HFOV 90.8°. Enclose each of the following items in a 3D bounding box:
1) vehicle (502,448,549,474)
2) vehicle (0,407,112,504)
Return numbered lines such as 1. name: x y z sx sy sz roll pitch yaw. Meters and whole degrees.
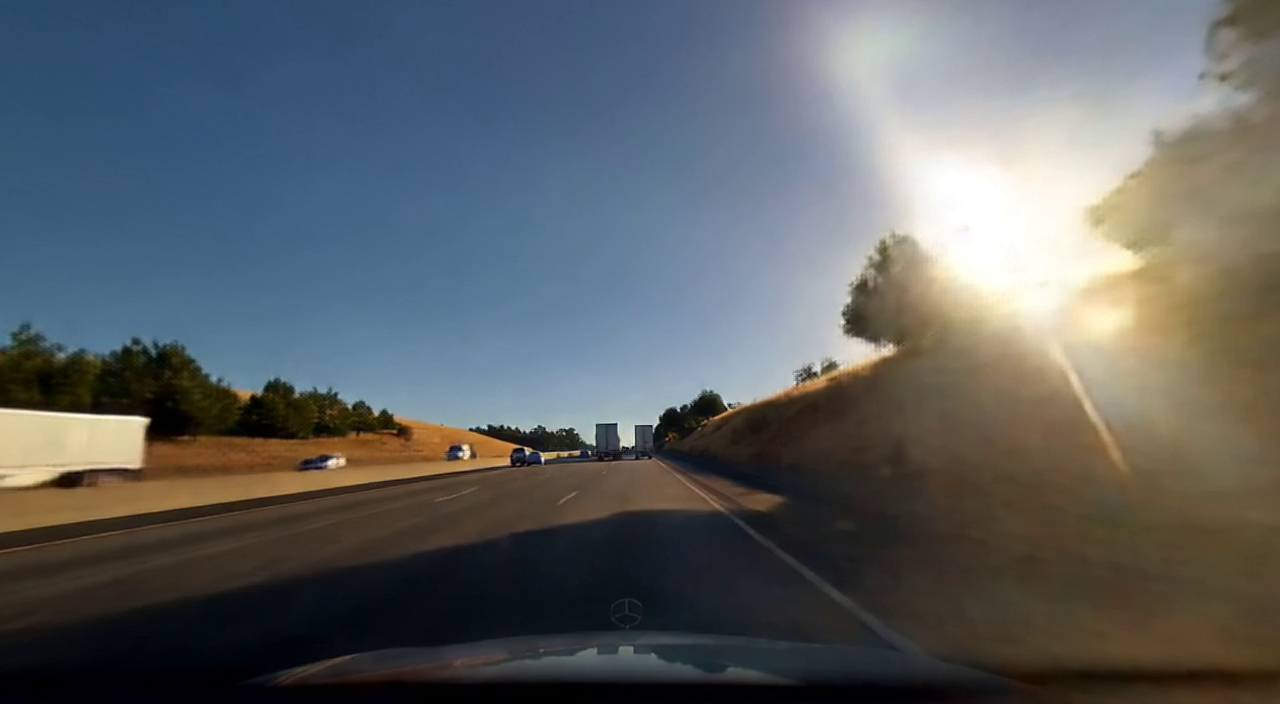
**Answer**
1. vehicle: -7.195 6.903 40.168 2.036 1.474 5.011 0 -9 0
2. vehicle: -23.426 3.470 21.130 2.724 3.282 10.043 0 -9 0
